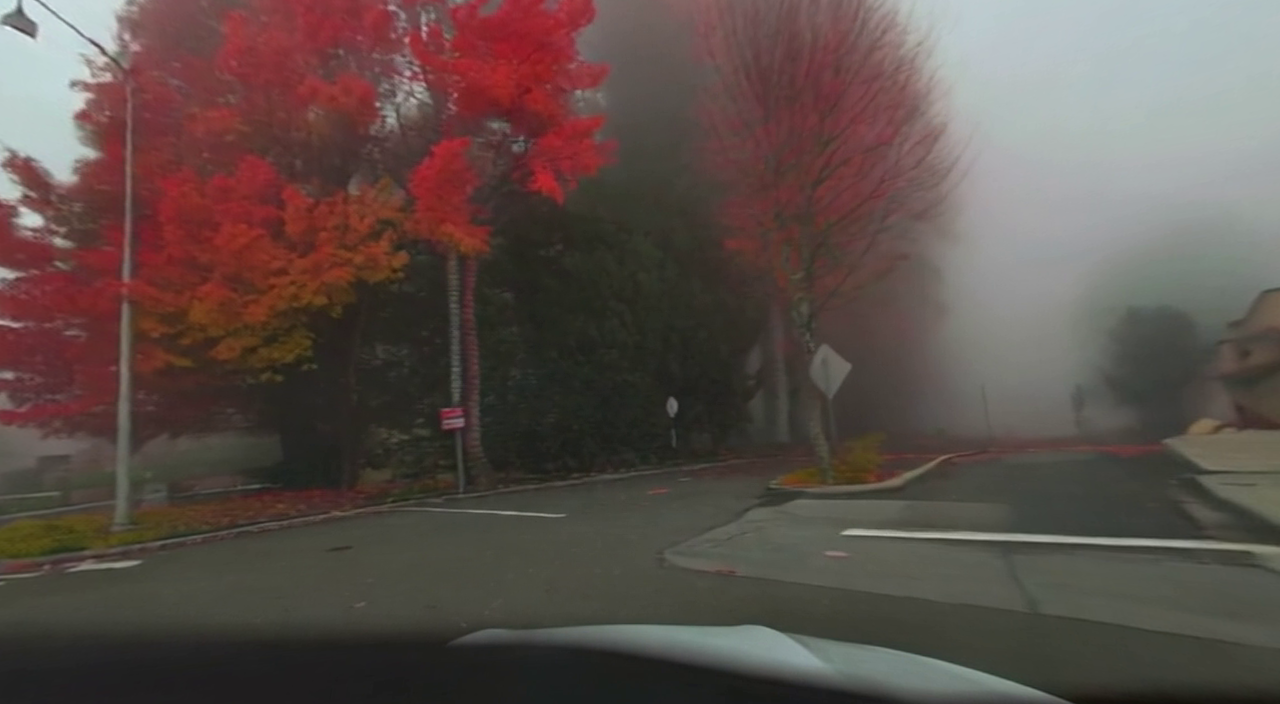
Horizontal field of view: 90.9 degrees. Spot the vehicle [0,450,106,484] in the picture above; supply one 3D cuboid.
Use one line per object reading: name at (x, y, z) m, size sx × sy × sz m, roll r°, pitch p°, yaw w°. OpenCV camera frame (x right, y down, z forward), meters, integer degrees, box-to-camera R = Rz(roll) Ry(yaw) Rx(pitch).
vehicle at (-34.236, 6.599, 36.248) m, size 1.909 × 1.785 × 4.890 m, roll -9°, pitch -12°, yaw 32°
